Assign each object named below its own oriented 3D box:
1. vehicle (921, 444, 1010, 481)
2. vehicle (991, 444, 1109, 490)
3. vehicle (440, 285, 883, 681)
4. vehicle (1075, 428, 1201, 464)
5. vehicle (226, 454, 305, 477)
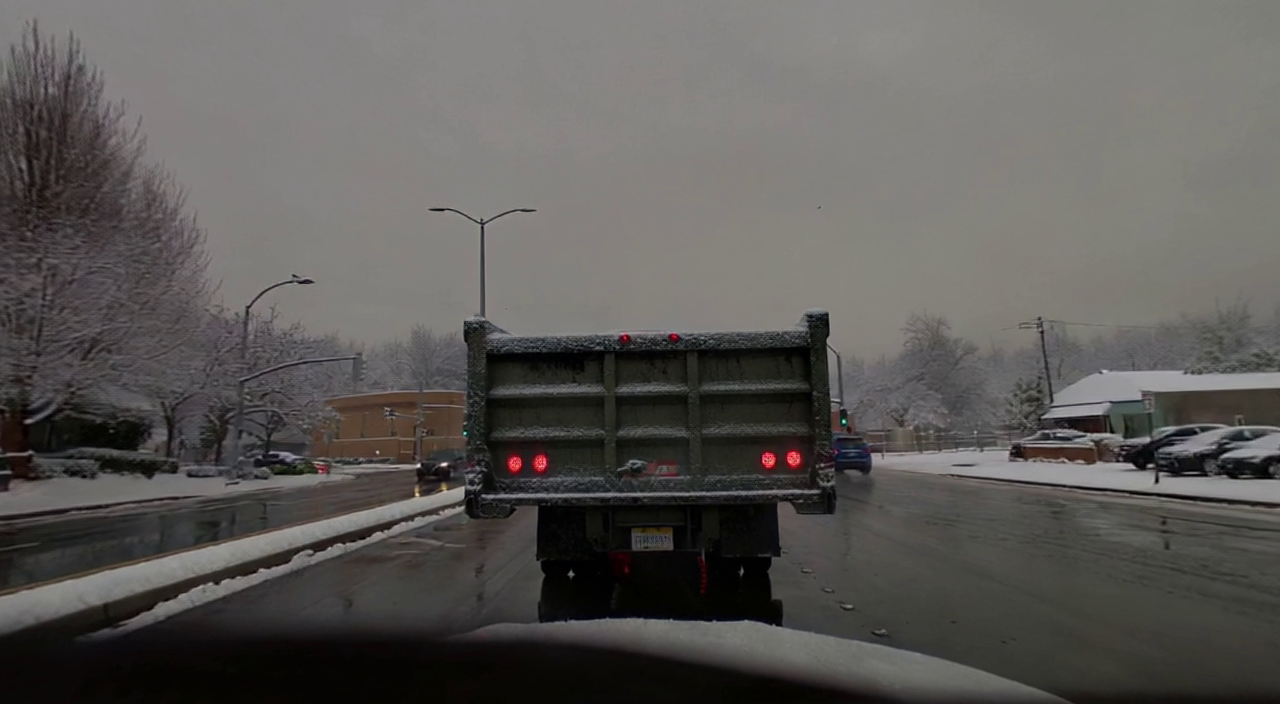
[{"bbox_3d":[14.155,4.796,27.735,1.777,1.488,4.081,-1,-8,1],"label":"vehicle"},{"bbox_3d":[14.301,3.991,22.262,1.702,1.475,3.670,-1,-8,1],"label":"vehicle"},{"bbox_3d":[0.281,1.275,7.409,2.650,2.391,7.008,-1,-8,3],"label":"vehicle"},{"bbox_3d":[23.136,4.386,29.439,4.171,1.614,1.894,-1,-8,1],"label":"vehicle"},{"bbox_3d":[-25.911,7.867,43.693,4.409,1.446,1.862,-2,-8,9],"label":"vehicle"}]
